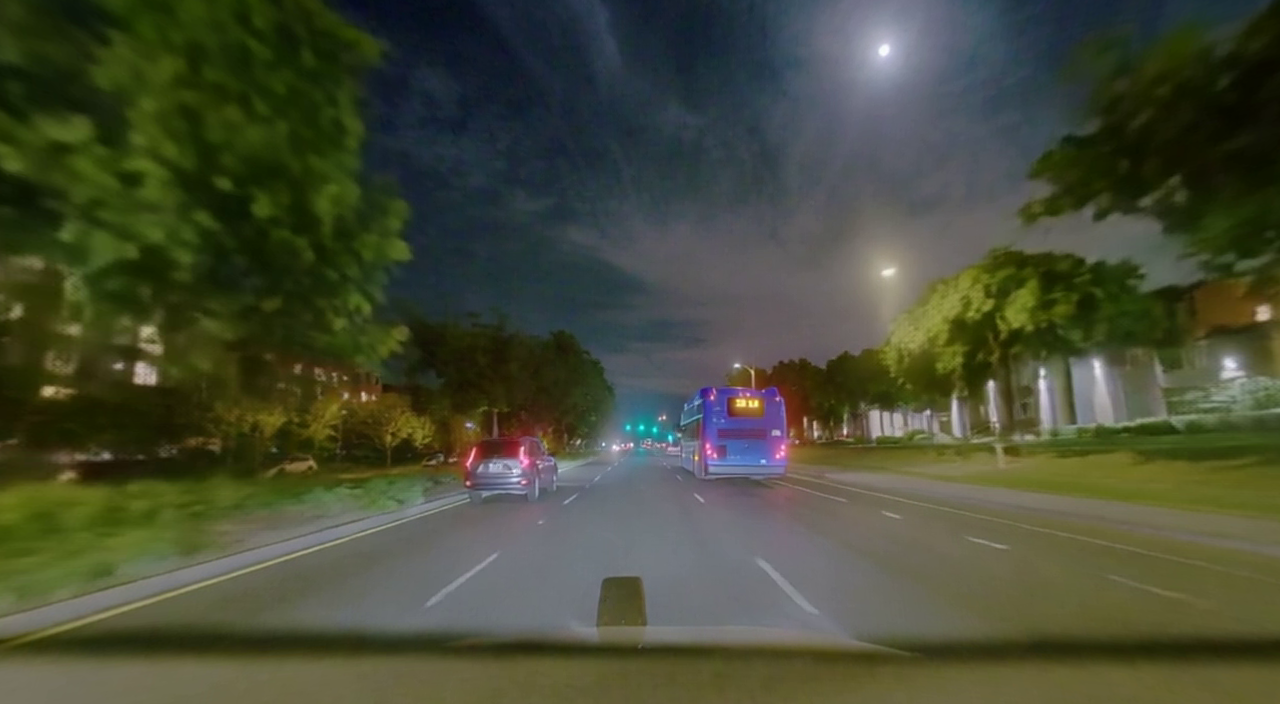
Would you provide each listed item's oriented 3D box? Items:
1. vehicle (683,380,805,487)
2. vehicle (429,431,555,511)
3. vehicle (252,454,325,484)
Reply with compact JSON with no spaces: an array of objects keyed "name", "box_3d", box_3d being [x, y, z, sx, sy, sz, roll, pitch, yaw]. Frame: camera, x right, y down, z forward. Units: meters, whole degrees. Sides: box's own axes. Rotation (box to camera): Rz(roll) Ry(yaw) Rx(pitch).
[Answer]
[{"name":"vehicle","box_3d":[3.644,3.438,25.806,3.072,3.278,12.747,0,-8,1]},{"name":"vehicle","box_3d":[-3.616,2.978,16.262,2.111,1.767,4.333,0,-8,1]},{"name":"vehicle","box_3d":[-22.270,7.417,40.028,2.018,1.648,4.631,0,-8,-1]}]
